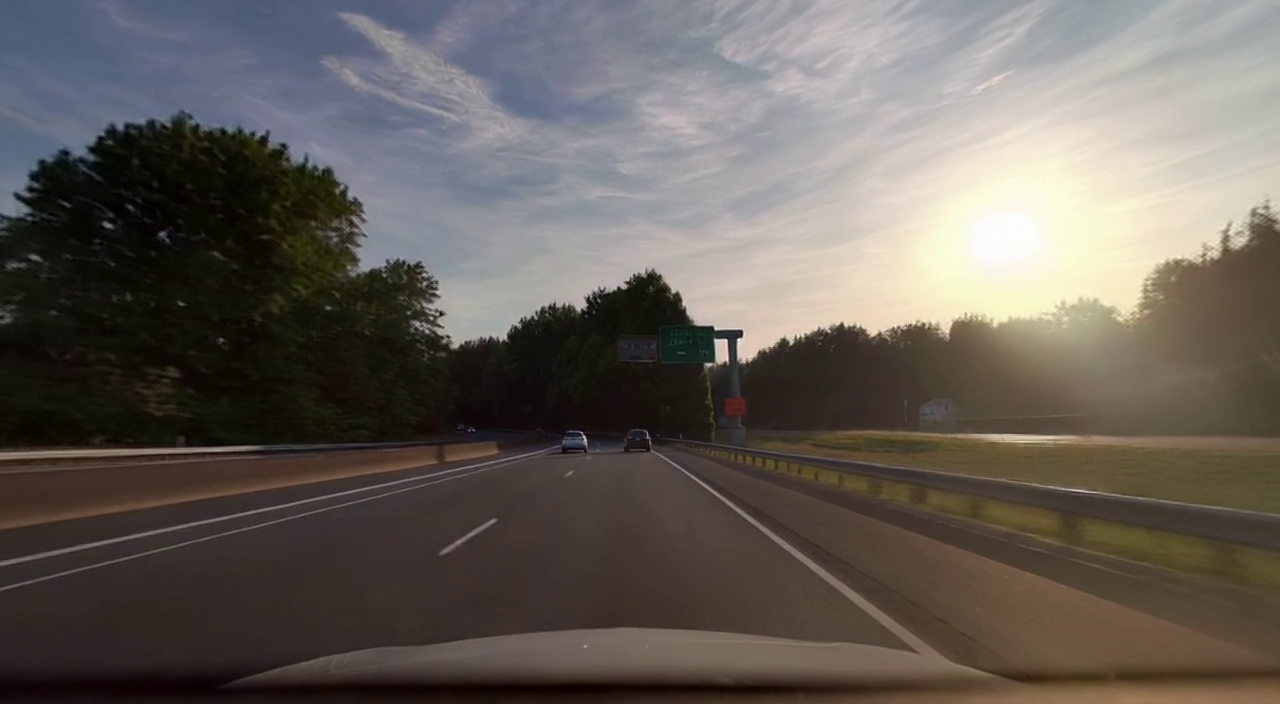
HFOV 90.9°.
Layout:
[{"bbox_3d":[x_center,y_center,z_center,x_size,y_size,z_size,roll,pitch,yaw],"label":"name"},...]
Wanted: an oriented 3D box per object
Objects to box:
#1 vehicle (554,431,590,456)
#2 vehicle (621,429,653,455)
[{"bbox_3d":[-4.546,6.161,42.671,2.055,1.610,4.116,0,-8,0],"label":"vehicle"},{"bbox_3d":[-0.219,6.475,45.517,2.170,1.790,4.490,0,-8,-1],"label":"vehicle"}]
